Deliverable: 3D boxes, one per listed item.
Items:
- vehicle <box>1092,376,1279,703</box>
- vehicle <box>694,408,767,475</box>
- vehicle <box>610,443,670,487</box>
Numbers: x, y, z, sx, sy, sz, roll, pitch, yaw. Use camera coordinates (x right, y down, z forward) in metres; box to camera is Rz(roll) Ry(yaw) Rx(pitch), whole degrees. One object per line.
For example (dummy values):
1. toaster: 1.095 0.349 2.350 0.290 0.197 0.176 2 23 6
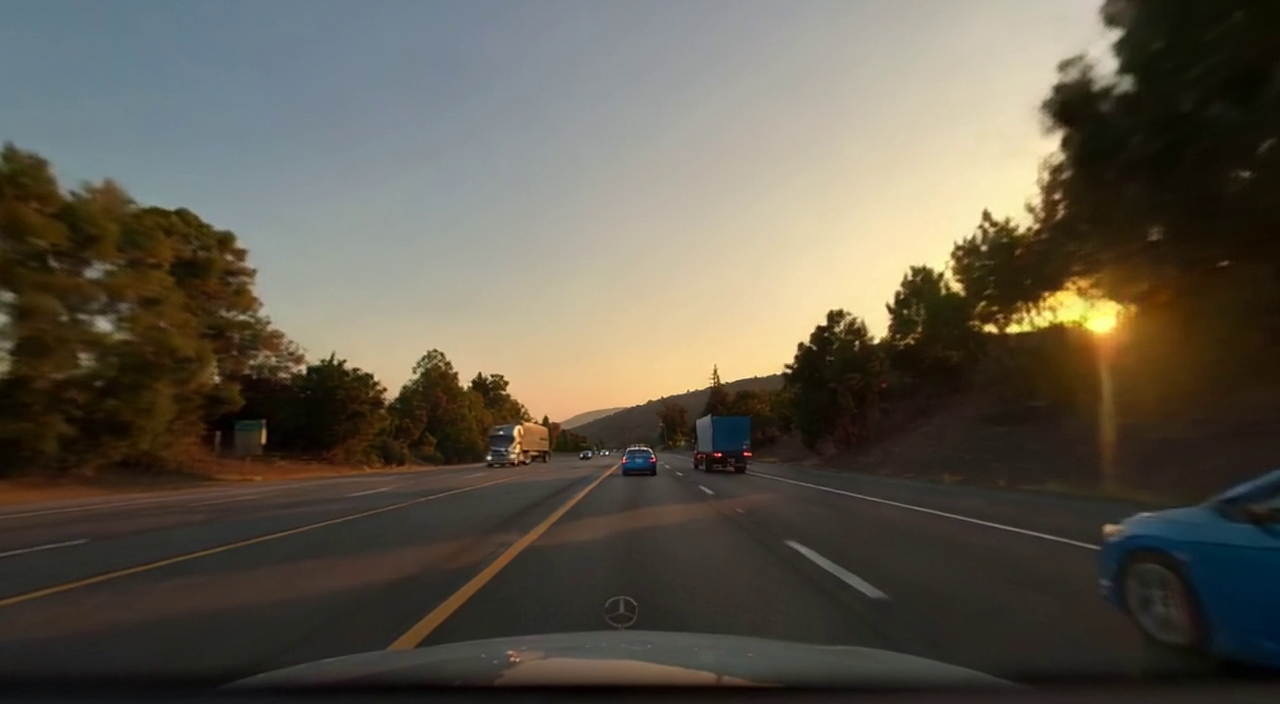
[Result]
1. vehicle: 3.908 0.733 1.901 1.953 1.540 4.101 0 -9 0
2. vehicle: 4.652 4.868 33.801 2.791 3.201 7.145 0 -9 0
3. vehicle: -0.045 4.189 23.563 2.066 1.490 3.759 0 -9 -1
